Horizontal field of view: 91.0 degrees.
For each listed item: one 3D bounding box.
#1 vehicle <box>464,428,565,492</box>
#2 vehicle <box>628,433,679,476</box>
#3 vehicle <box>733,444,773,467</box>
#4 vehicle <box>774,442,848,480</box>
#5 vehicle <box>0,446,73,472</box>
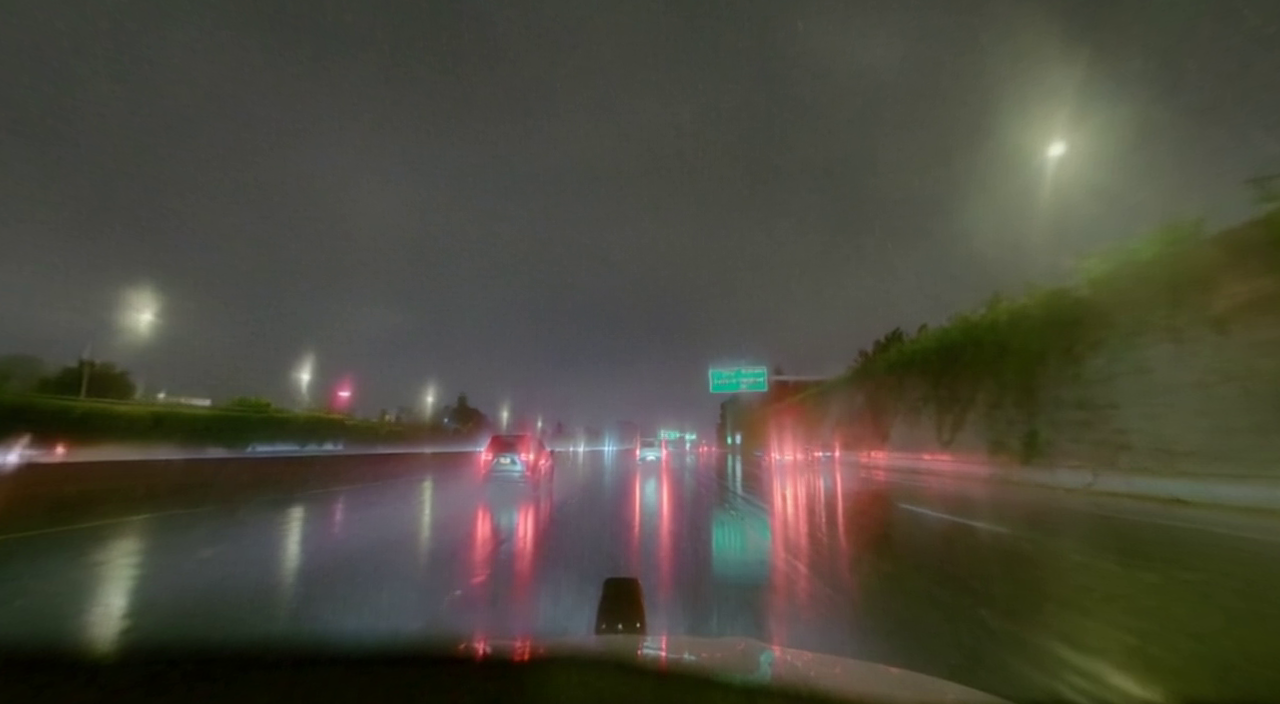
[{"bbox_3d":[-3.762,3.347,19.723,2.142,1.759,4.297,0,-9,2],"label":"vehicle"},{"bbox_3d":[0.667,4.914,30.390,2.270,1.862,4.949,0,-9,1],"label":"vehicle"},{"bbox_3d":[7.884,7.251,44.257,2.005,1.456,4.287,0,-9,0],"label":"vehicle"},{"bbox_3d":[7.261,4.675,27.181,1.936,1.480,4.373,0,-9,0],"label":"vehicle"},{"bbox_3d":[-38.365,6.575,38.889,1.897,1.528,4.789,-1,-9,5],"label":"vehicle"}]
